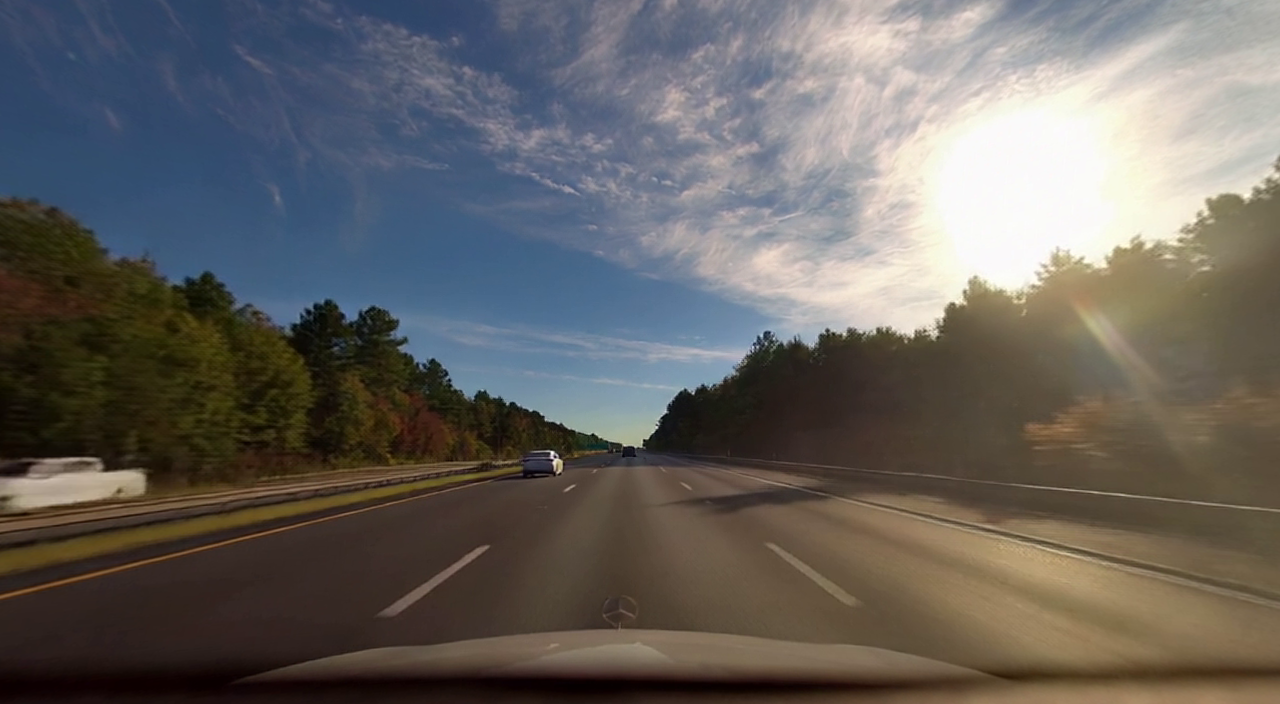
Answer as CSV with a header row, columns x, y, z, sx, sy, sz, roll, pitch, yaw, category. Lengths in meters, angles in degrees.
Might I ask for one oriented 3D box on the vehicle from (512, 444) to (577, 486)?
x,y,z,sx,sy,sz,roll,pitch,yaw,category
-3.726,4.472,25.196,1.970,1.492,3.944,0,-9,0,vehicle
